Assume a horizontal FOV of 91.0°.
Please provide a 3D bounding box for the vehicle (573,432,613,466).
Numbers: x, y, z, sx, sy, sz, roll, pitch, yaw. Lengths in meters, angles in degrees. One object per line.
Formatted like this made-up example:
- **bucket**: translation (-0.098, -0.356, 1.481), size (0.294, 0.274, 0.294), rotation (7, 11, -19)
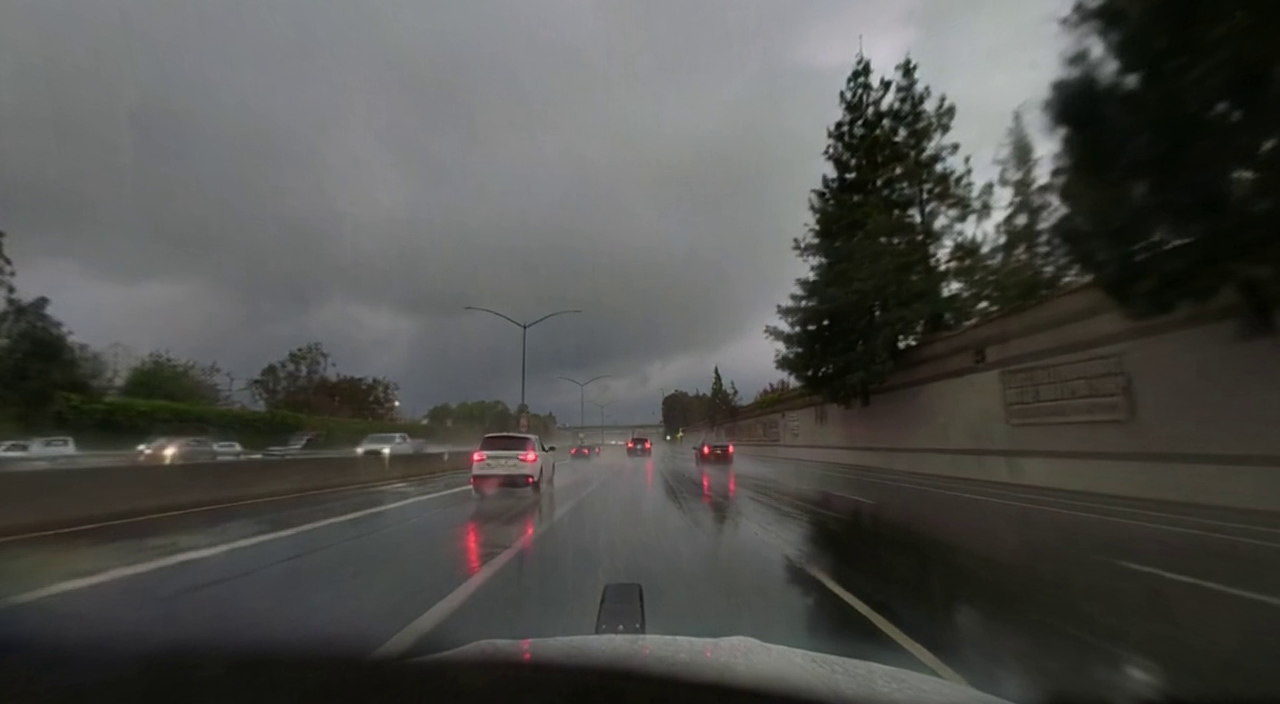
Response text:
- **vehicle**: translation (-3.176, 6.692, 43.583), size (2.378, 2.214, 4.352), rotation (0, -8, 0)

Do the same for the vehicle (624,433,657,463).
- **vehicle**: translation (0.037, 7.454, 48.949), size (2.485, 2.215, 5.199), rotation (0, -8, 0)

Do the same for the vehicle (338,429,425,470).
- **vehicle**: translation (-17.423, 6.649, 43.037), size (2.877, 2.497, 7.068), rotation (0, -8, 1)

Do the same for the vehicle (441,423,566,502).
- **vehicle**: translation (-3.503, 2.979, 17.490), size (2.184, 1.819, 5.441), rotation (0, -8, 1)

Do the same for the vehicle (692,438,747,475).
- **vehicle**: translation (4.060, 5.425, 32.945), size (2.224, 1.752, 4.487), rotation (0, -8, -1)
